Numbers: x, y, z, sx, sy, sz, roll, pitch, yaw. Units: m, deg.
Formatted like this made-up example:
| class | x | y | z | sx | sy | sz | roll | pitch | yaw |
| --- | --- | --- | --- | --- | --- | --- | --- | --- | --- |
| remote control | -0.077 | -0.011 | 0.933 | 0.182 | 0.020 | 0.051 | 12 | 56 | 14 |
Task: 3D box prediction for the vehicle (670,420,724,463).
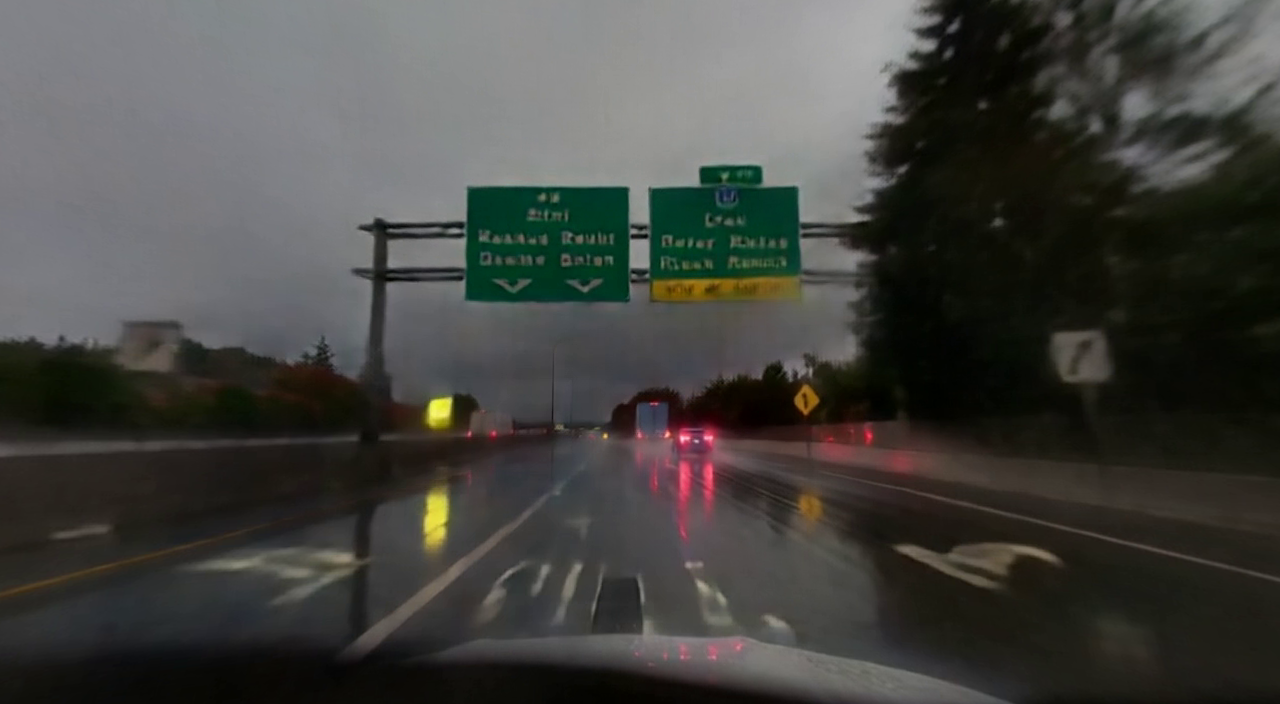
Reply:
| class | x | y | z | sx | sy | sz | roll | pitch | yaw |
| --- | --- | --- | --- | --- | --- | --- | --- | --- | --- |
| vehicle | 2.645 | 4.289 | 30.438 | 2.076 | 1.914 | 4.287 | 0 | -8 | -2 |
